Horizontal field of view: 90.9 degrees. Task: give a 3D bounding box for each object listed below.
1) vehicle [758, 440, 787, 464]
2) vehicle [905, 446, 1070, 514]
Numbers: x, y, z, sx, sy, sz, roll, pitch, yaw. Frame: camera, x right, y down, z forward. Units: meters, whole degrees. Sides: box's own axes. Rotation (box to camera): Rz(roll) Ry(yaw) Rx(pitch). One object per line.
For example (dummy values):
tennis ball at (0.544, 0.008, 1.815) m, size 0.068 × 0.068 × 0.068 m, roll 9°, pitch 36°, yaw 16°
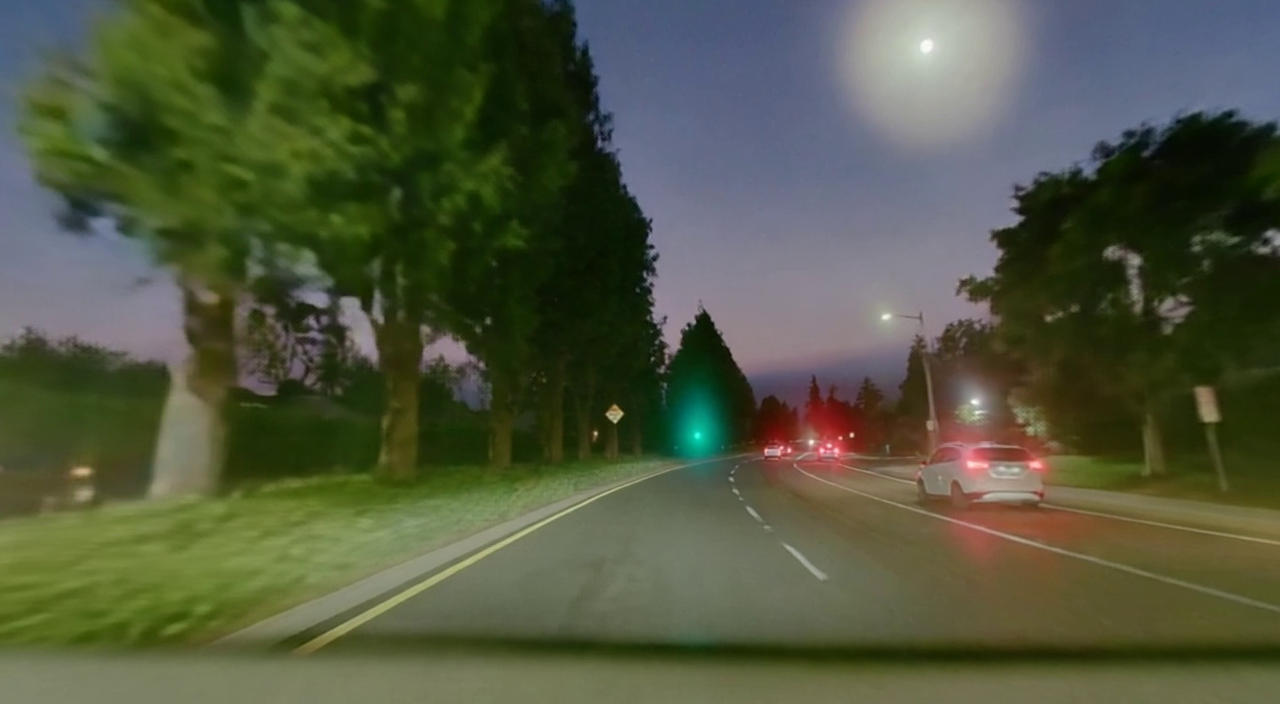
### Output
vehicle at (10.093, 7.609, 48.025) m, size 1.991 × 1.684 × 4.127 m, roll -2°, pitch -9°, yaw 11°
vehicle at (8.441, 3.101, 15.852) m, size 1.855 × 1.444 × 4.389 m, roll -1°, pitch -8°, yaw 4°
